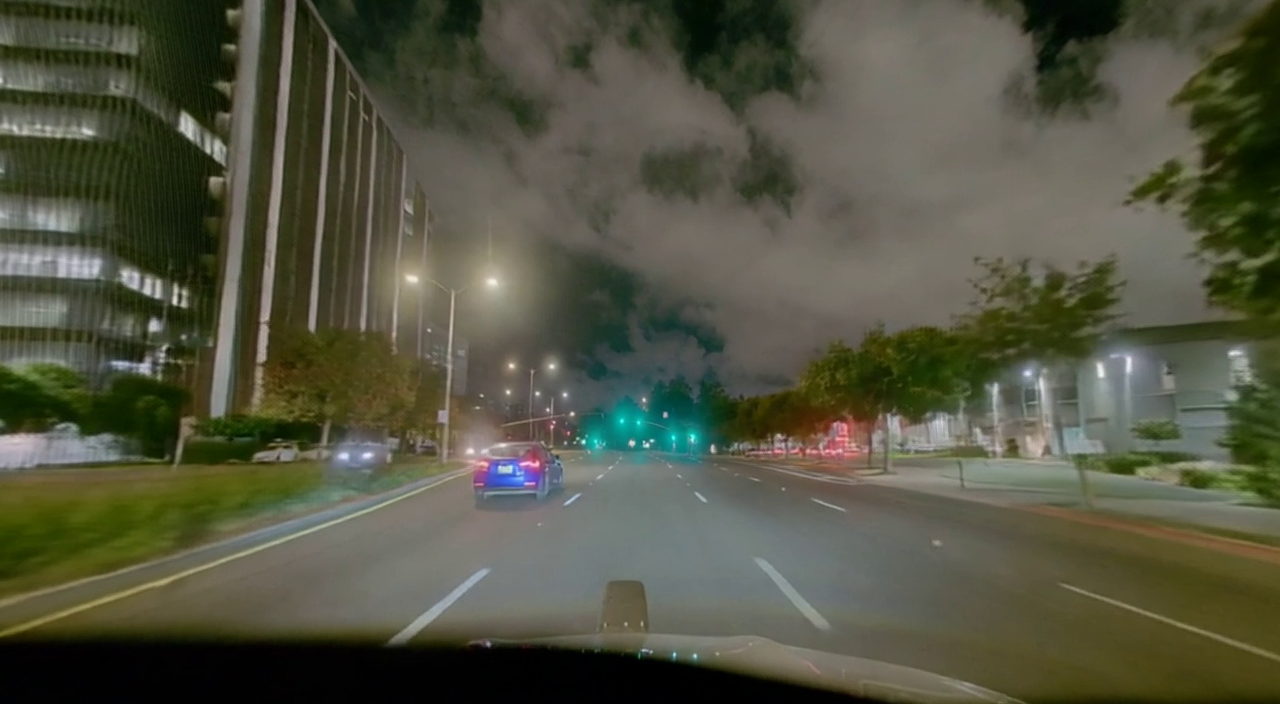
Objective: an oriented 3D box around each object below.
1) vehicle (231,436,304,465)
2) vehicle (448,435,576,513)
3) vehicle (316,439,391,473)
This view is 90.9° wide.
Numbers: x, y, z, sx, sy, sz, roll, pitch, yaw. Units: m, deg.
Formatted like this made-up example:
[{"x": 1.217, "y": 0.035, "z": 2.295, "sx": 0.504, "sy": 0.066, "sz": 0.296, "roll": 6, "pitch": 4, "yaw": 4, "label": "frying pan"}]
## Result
[{"x": -26.631, "y": 7.087, "z": 45.318, "sx": 2.207, "sy": 1.909, "sz": 4.831, "roll": 1, "pitch": -9, "yaw": 0, "label": "vehicle"}, {"x": -2.833, "y": 2.790, "z": 15.040, "sx": 2.009, "sy": 1.489, "sz": 4.543, "roll": -2, "pitch": -8, "yaw": 1, "label": "vehicle"}, {"x": -15.922, "y": 5.767, "z": 35.366, "sx": 2.055, "sy": 1.757, "sz": 4.724, "roll": 0, "pitch": -8, "yaw": -2, "label": "vehicle"}]
